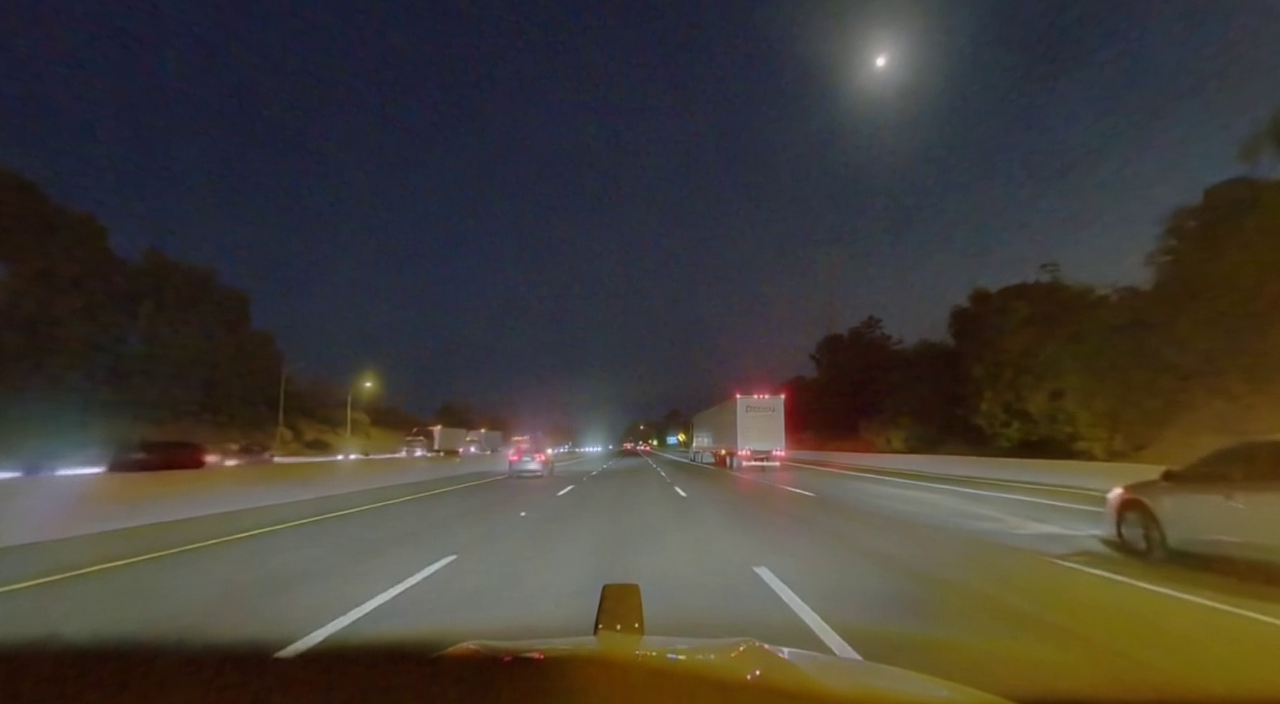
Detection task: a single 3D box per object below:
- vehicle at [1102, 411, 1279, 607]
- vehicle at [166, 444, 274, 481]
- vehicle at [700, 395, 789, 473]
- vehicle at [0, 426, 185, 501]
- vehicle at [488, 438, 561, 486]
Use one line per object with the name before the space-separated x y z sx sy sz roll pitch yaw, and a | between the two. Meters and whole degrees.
vehicle | 6.413 1.287 5.082 1.991 1.647 4.409 0 -9 -1
vehicle | -20.969 5.518 31.845 2.210 1.695 4.700 0 -8 -1
vehicle | 6.409 5.646 42.331 2.919 4.195 15.833 0 -9 -1
vehicle | -13.183 2.618 15.151 1.734 1.554 3.743 0 -9 -1
vehicle | -4.296 4.171 24.214 2.027 1.651 4.099 0 -9 0
